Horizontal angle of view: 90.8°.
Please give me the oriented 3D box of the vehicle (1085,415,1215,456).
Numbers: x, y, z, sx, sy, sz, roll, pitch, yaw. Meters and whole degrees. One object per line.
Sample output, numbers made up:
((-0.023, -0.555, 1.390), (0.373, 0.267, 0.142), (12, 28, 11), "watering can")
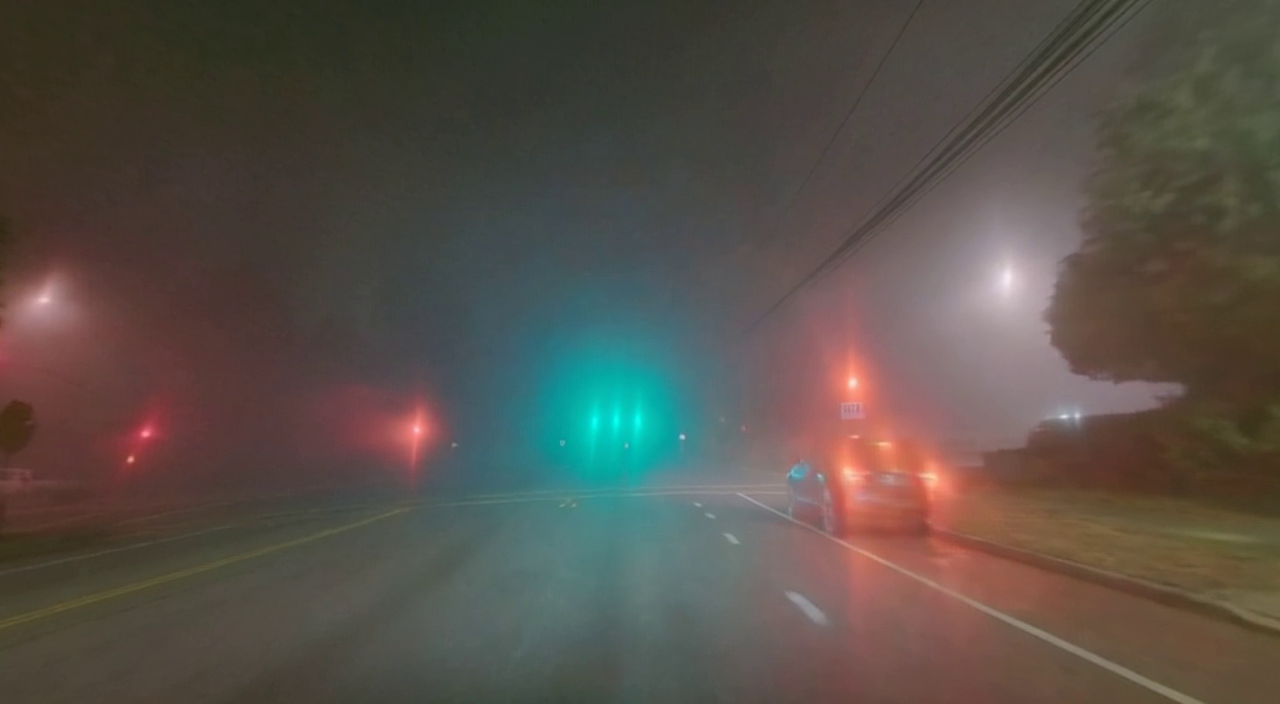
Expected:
((25.753, 4.207, 31.984), (5.153, 1.957, 2.033), (1, -8, -9), "vehicle")

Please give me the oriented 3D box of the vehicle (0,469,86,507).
((-29.789, 6.552, 30.157), (4.830, 1.521, 1.948), (-4, -10, -2), "vehicle")

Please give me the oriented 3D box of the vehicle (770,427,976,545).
((3.781, 2.238, 11.252), (1.900, 1.661, 4.346), (1, -8, -1), "vehicle")
